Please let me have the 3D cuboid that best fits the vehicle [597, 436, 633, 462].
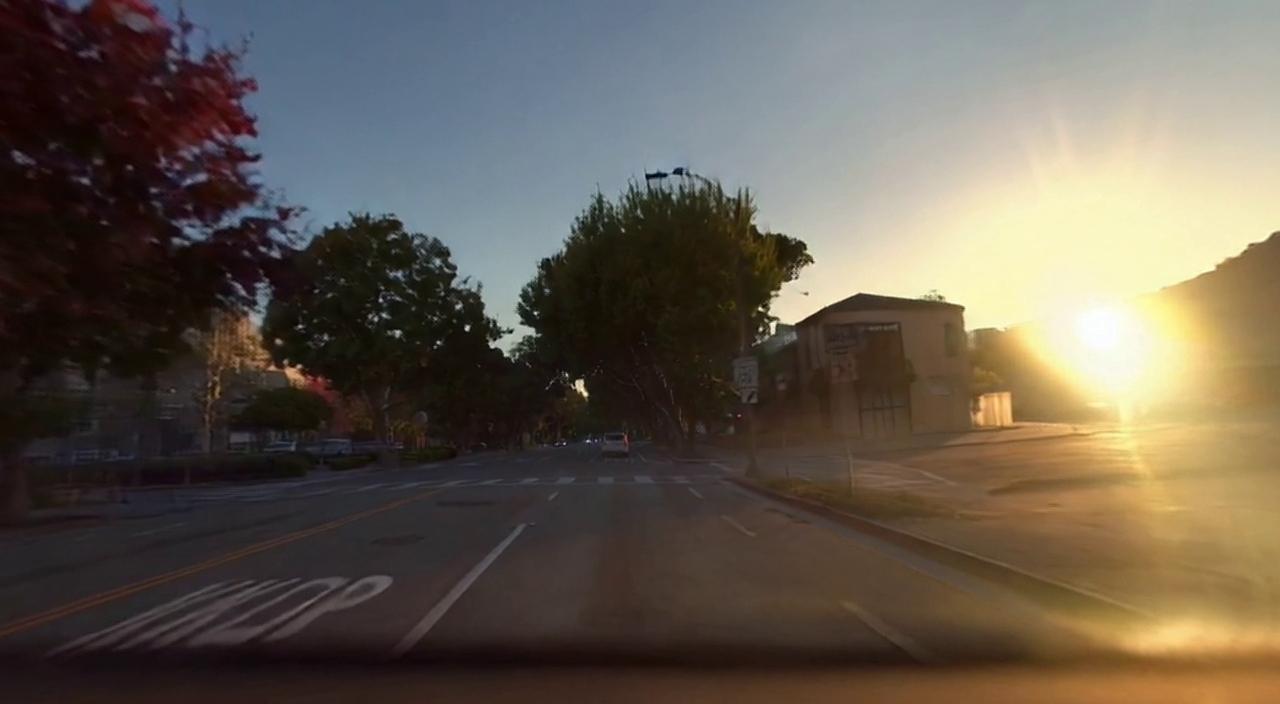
[{"bbox_3d":[-1.552,5.915,38.907,2.131,1.474,4.146,0,-8,-2],"label":"vehicle"}]
